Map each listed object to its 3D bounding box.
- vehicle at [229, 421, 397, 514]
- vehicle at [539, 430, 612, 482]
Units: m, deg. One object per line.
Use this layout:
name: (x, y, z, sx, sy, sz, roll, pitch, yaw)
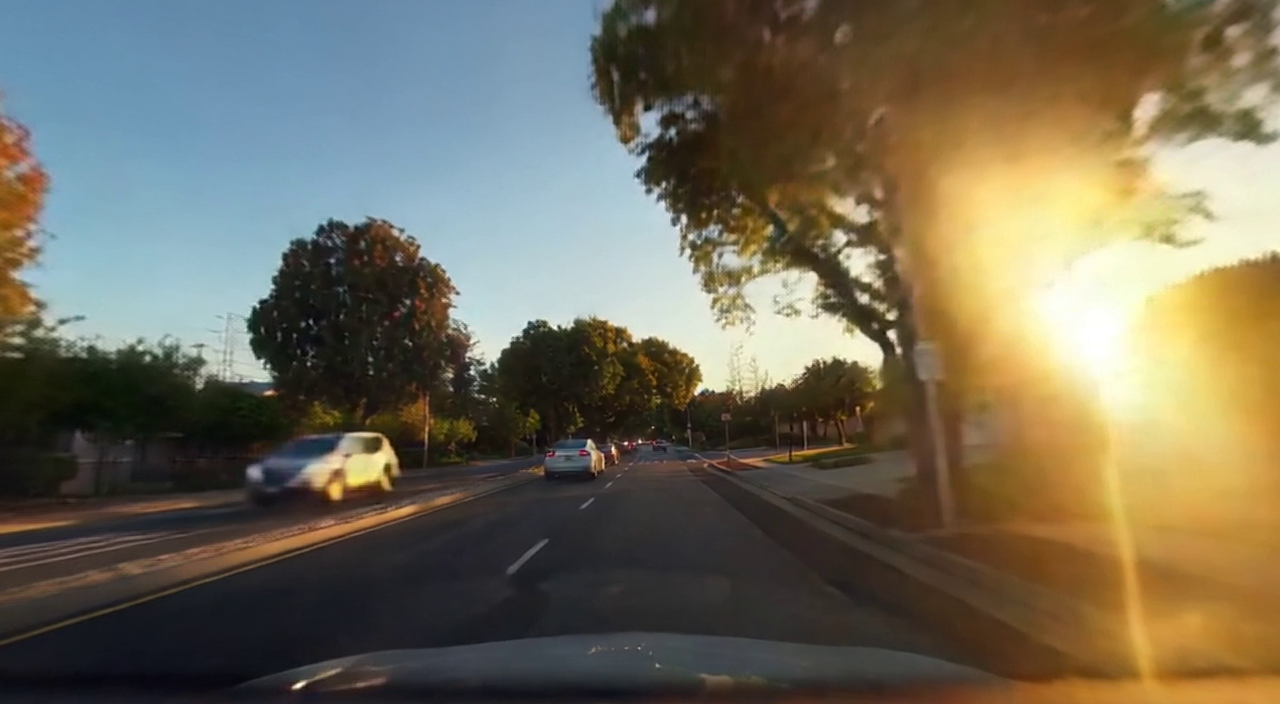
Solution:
vehicle: (-8.497, 3.011, 16.959, 2.159, 1.983, 4.530, -4, -8, -1)
vehicle: (-2.317, 3.928, 24.054, 2.190, 1.766, 4.394, 0, -8, 2)
